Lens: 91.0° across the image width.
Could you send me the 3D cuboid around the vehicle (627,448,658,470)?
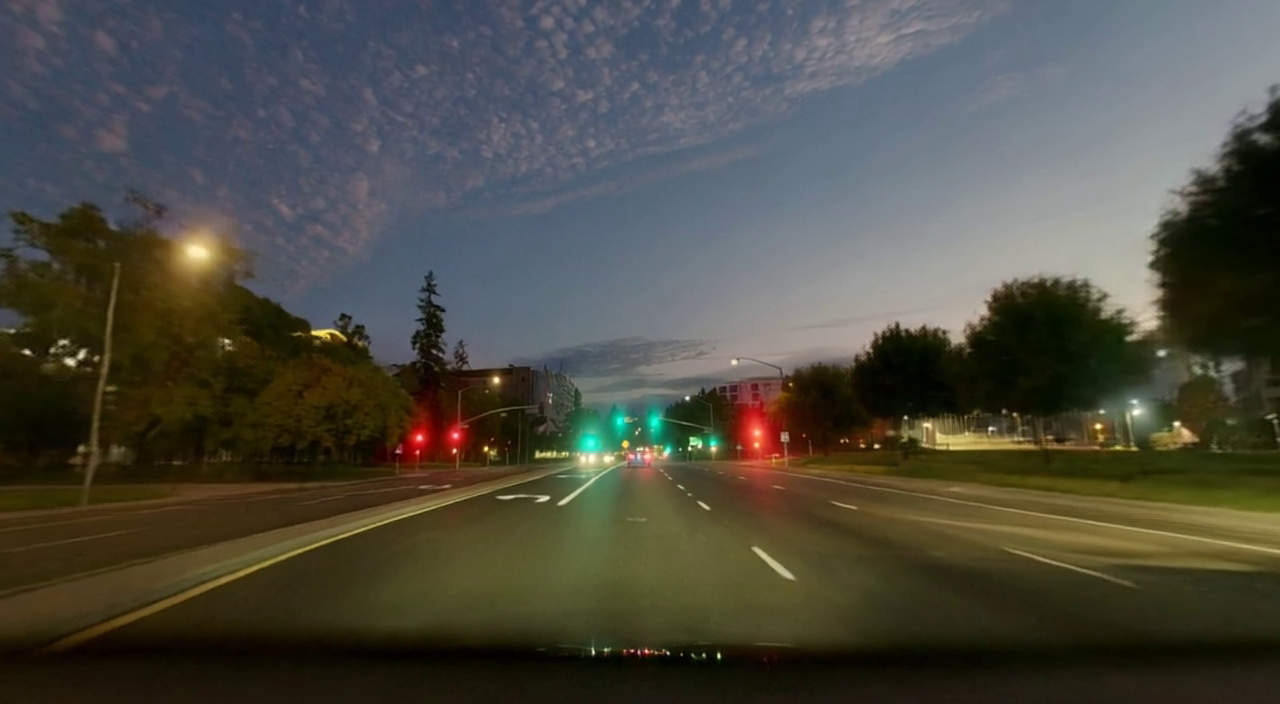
[{"bbox_3d":[0.187,7.585,44.975,2.064,1.477,3.968,0,-9,0],"label":"vehicle"}]
